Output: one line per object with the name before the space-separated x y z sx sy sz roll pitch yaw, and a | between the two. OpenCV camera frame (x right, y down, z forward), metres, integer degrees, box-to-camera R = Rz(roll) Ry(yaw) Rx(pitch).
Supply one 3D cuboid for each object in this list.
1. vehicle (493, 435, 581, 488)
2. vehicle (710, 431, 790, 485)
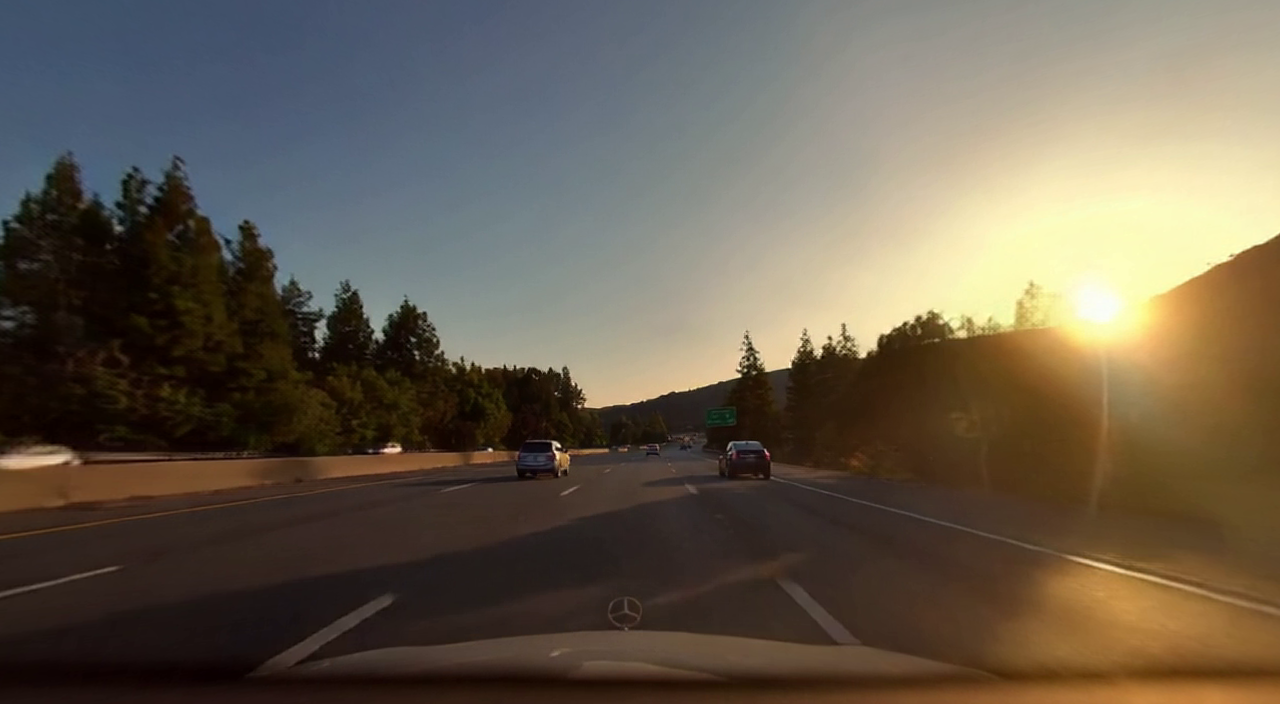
vehicle | -3.376 3.705 21.594 2.166 1.608 4.297 0 -8 2
vehicle | 3.930 3.874 23.291 2.149 1.796 4.487 0 -8 0
